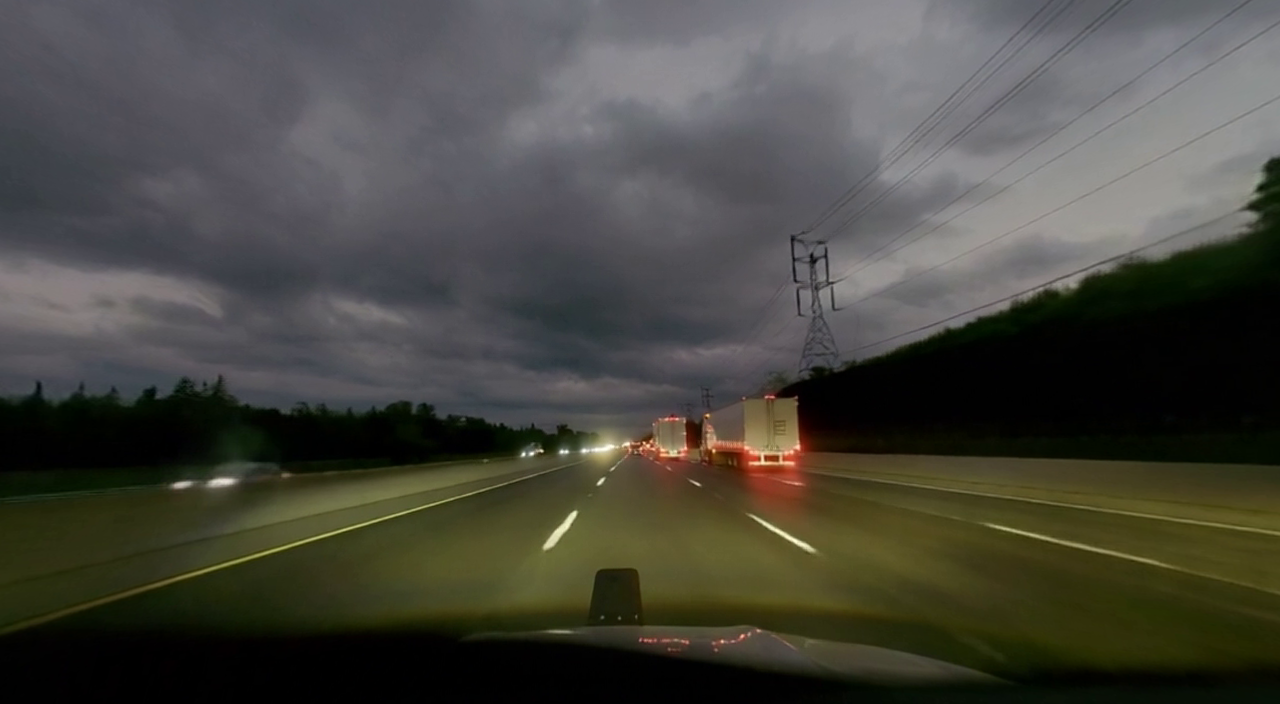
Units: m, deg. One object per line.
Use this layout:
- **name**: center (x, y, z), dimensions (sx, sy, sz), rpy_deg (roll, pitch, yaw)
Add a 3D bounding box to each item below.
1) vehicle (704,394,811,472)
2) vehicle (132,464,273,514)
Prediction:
- **vehicle**: center (7.200, 5.641, 42.417), dimensions (3.400, 4.134, 17.388), rpy_deg (0, -9, -2)
- **vehicle**: center (-15.187, 4.735, 22.169), dimensions (1.849, 1.415, 4.408), rpy_deg (0, -9, -1)
